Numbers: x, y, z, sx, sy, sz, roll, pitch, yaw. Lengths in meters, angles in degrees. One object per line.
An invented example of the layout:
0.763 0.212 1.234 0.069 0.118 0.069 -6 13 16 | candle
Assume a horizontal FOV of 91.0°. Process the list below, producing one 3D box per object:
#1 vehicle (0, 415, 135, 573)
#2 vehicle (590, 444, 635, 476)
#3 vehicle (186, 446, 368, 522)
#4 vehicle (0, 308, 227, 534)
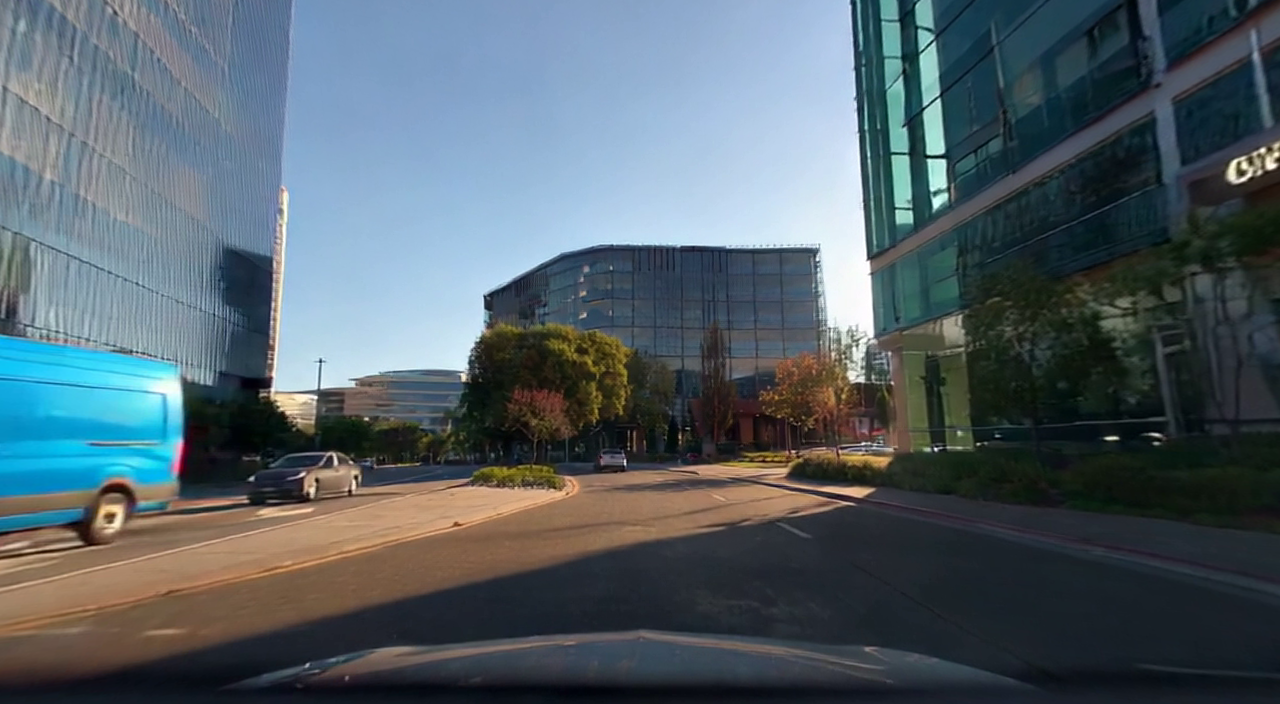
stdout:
-8.020 1.493 6.508 2.028 1.718 4.479 1 -8 -4 | vehicle
-1.777 6.555 38.471 2.129 1.816 4.851 2 -9 -10 | vehicle
-8.413 3.044 15.096 2.004 1.549 3.947 0 -8 -1 | vehicle
-12.764 1.290 11.624 2.993 3.940 10.946 1 -9 -2 | vehicle
